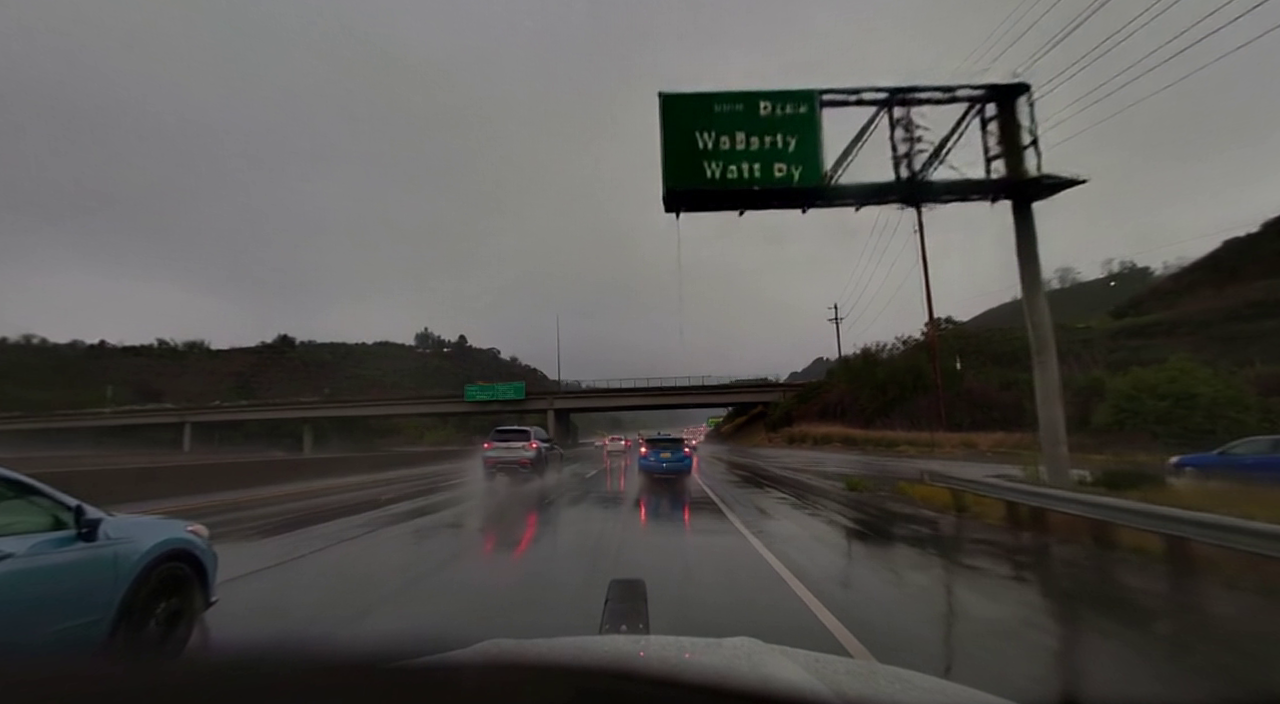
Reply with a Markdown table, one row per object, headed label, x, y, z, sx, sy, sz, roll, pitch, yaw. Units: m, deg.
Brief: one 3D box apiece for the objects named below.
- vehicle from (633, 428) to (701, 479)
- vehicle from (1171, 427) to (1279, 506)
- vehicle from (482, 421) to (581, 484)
| label | x | y | z | sx | sy | sz | roll | pitch | yaw |
| --- | --- | --- | --- | --- | --- | --- | --- | --- | --- |
| vehicle | 0.900 | 3.604 | 22.564 | 2.193 | 1.651 | 3.946 | 0 | -8 | 1 |
| vehicle | 16.907 | 2.871 | 15.883 | 2.059 | 1.938 | 4.793 | 4 | -9 | -26 |
| vehicle | -3.438 | 3.321 | 21.027 | 2.228 | 1.845 | 4.847 | -1 | -8 | 3 |
